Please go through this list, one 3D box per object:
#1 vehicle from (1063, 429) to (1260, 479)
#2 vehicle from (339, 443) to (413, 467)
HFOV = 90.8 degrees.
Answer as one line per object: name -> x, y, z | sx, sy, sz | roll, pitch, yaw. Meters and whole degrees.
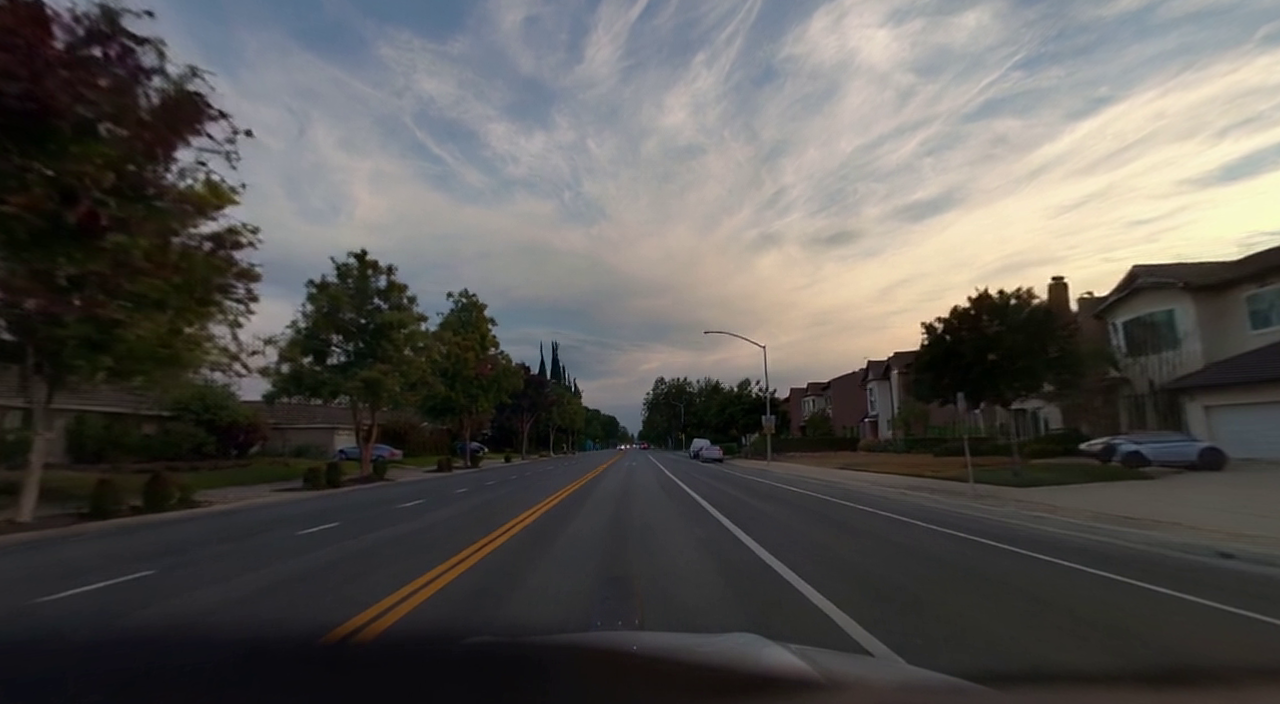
vehicle -> 16.817, 3.306, 20.609 | 4.443, 1.497, 2.168 | 0, -8, 3
vehicle -> -19.626, 7.673, 47.058 | 4.497, 1.674, 2.168 | -1, -9, 4
